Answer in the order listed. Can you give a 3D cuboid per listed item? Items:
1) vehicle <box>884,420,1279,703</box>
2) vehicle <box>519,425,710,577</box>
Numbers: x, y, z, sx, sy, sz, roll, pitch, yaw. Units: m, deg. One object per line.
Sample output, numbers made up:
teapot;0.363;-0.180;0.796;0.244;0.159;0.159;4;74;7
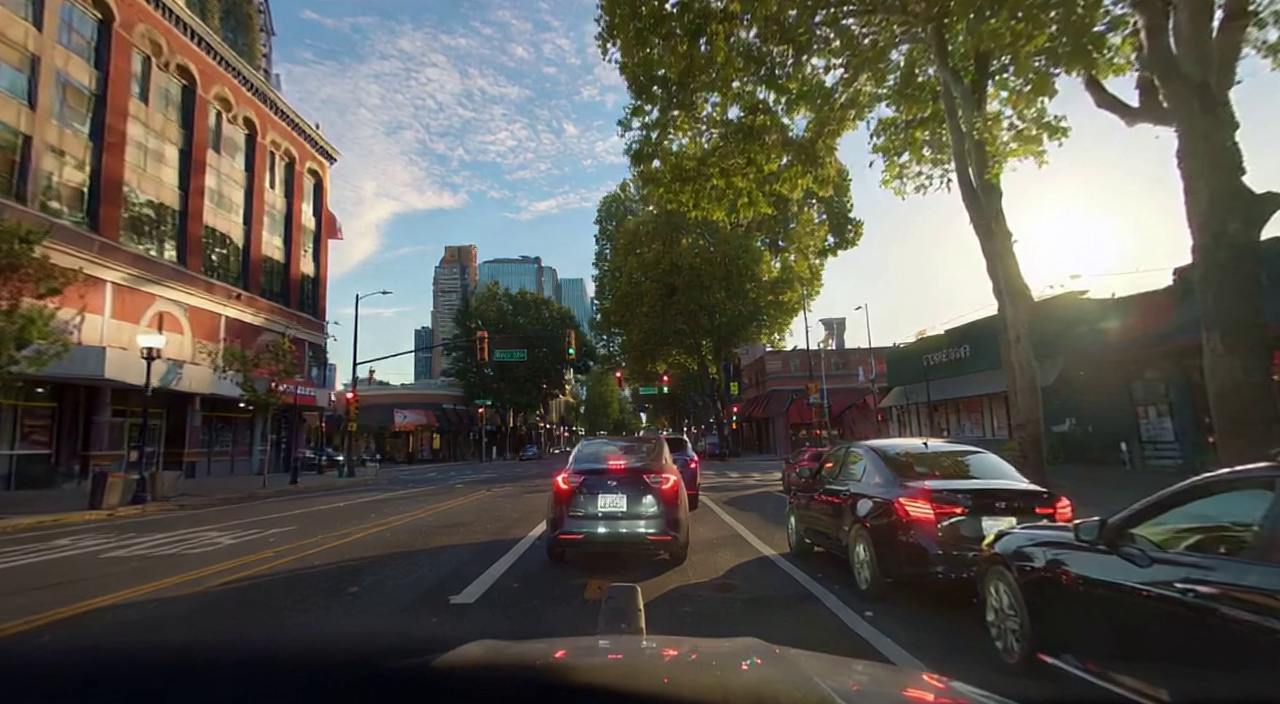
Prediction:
vehicle;3.207;1.130;3.152;2.006;1.496;4.767;0;-9;-1
vehicle;-0.257;1.758;8.172;1.888;1.489;3.703;0;-8;0
